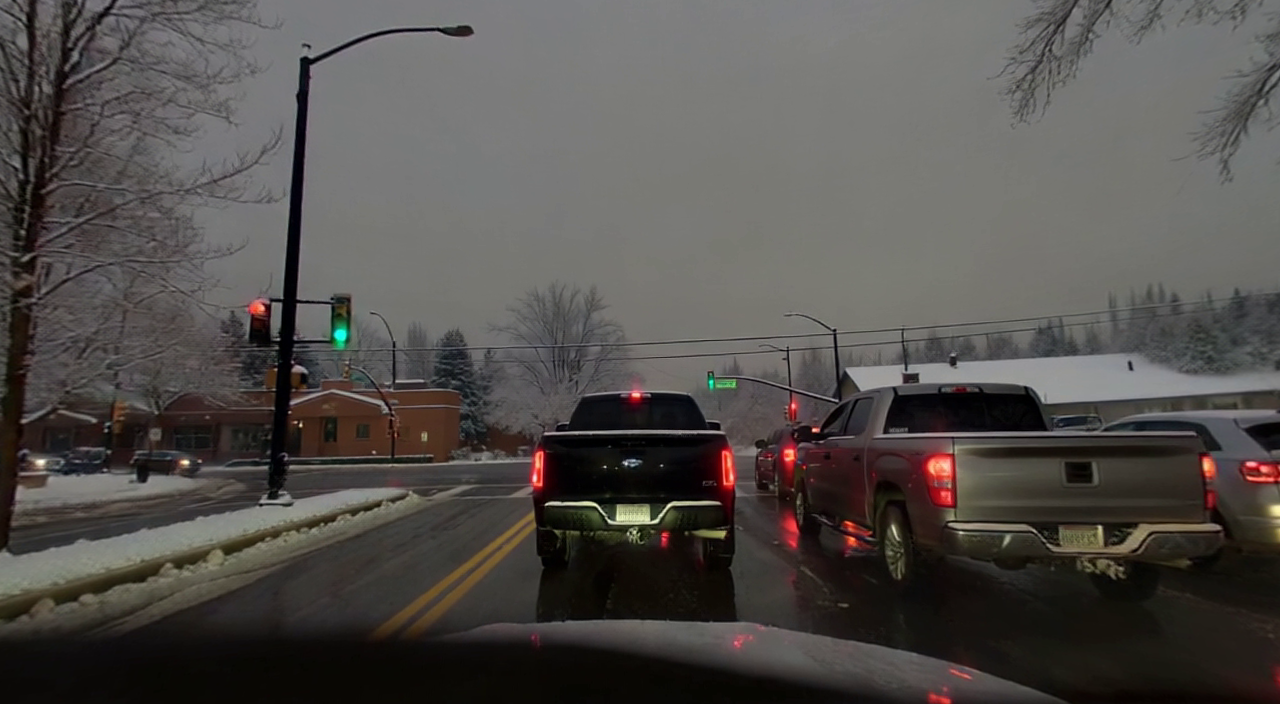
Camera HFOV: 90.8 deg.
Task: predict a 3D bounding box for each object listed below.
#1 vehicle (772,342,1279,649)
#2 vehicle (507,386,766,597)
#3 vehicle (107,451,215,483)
[{"bbox_3d":[3.321,1.321,6.927,2.412,1.953,5.682,0,-9,-1],"label":"vehicle"},{"bbox_3d":[-0.063,1.577,8.055,2.240,1.821,5.001,0,-9,-1],"label":"vehicle"},{"bbox_3d":[-26.377,6.326,35.022,4.437,1.669,1.936,5,-10,-30],"label":"vehicle"}]
